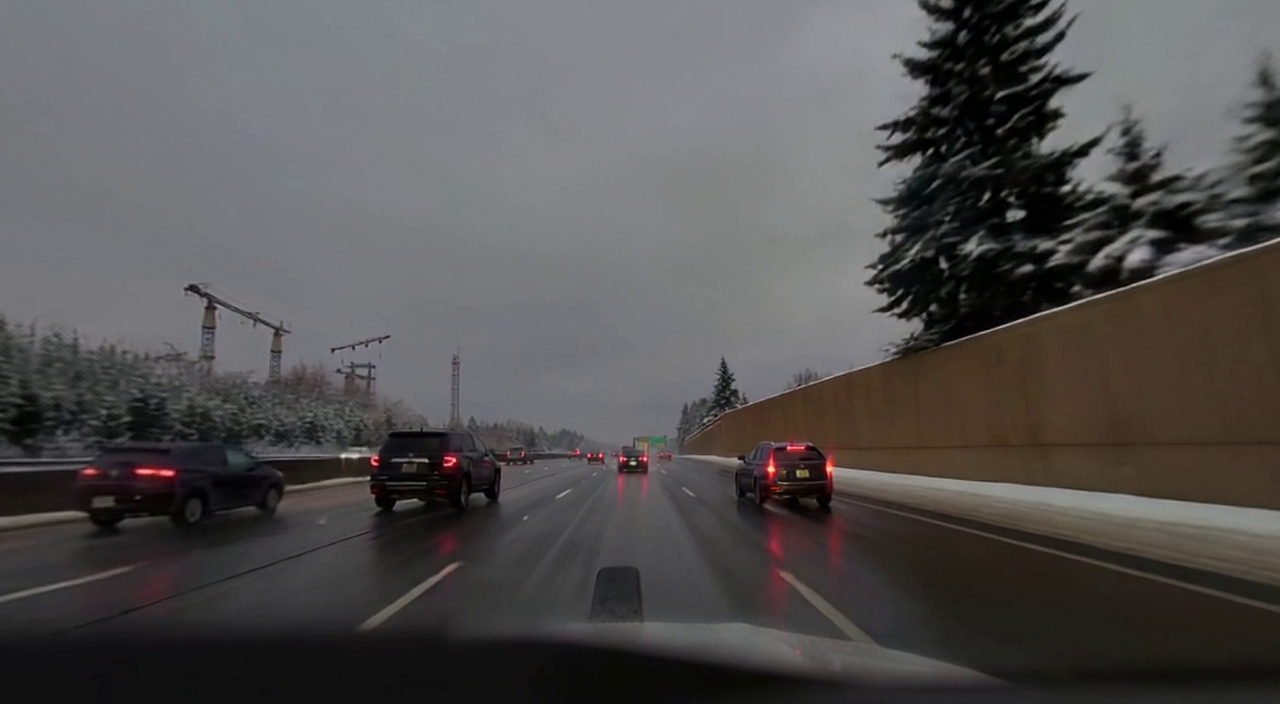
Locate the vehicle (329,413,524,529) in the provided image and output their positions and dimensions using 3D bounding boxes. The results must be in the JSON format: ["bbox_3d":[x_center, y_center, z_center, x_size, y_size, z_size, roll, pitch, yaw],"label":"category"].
[{"bbox_3d":[-3.700,2.165,11.979,2.121,1.775,4.335,0,-8,0],"label":"vehicle"}]

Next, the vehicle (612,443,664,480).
[{"bbox_3d":[-0.107,4.635,27.016,2.045,1.452,4.040,0,-8,-1],"label":"vehicle"}]

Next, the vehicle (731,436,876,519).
[{"bbox_3d":[3.360,2.661,14.038,1.917,1.507,4.540,0,-8,-1],"label":"vehicle"}]

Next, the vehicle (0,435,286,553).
[{"bbox_3d":[-7.933,2.122,10.210,1.908,1.476,4.342,0,-8,0],"label":"vehicle"}]
